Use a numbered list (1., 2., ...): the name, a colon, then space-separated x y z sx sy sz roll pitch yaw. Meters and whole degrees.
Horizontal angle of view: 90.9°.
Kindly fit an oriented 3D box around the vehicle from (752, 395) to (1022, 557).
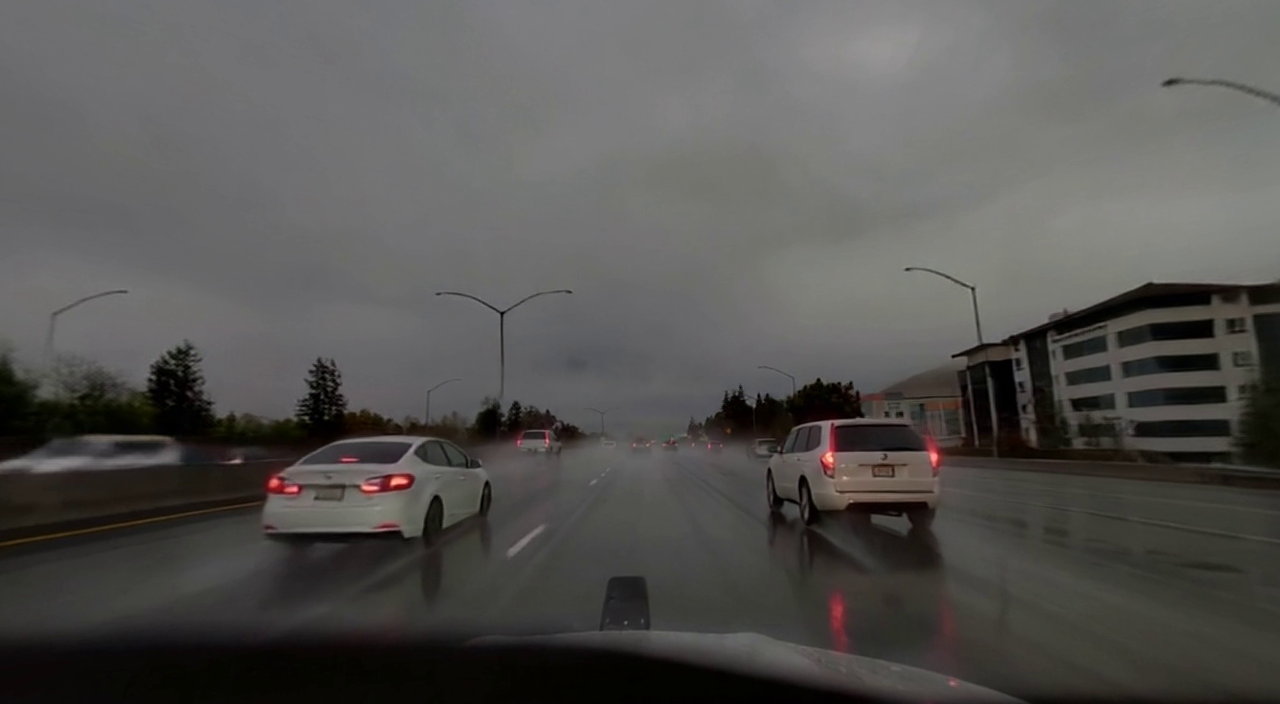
1. vehicle: 3.301 1.784 9.776 2.148 1.852 4.835 0 -8 -1

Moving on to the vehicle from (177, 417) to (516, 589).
1. vehicle: -3.154 1.734 8.177 2.080 1.542 4.718 -1 -8 1

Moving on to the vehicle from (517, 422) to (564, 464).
1. vehicle: -7.046 6.591 45.519 2.362 2.778 6.630 0 -8 0

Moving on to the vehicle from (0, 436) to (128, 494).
1. vehicle: -15.588 2.924 16.569 1.450 1.356 3.294 0 -8 0
